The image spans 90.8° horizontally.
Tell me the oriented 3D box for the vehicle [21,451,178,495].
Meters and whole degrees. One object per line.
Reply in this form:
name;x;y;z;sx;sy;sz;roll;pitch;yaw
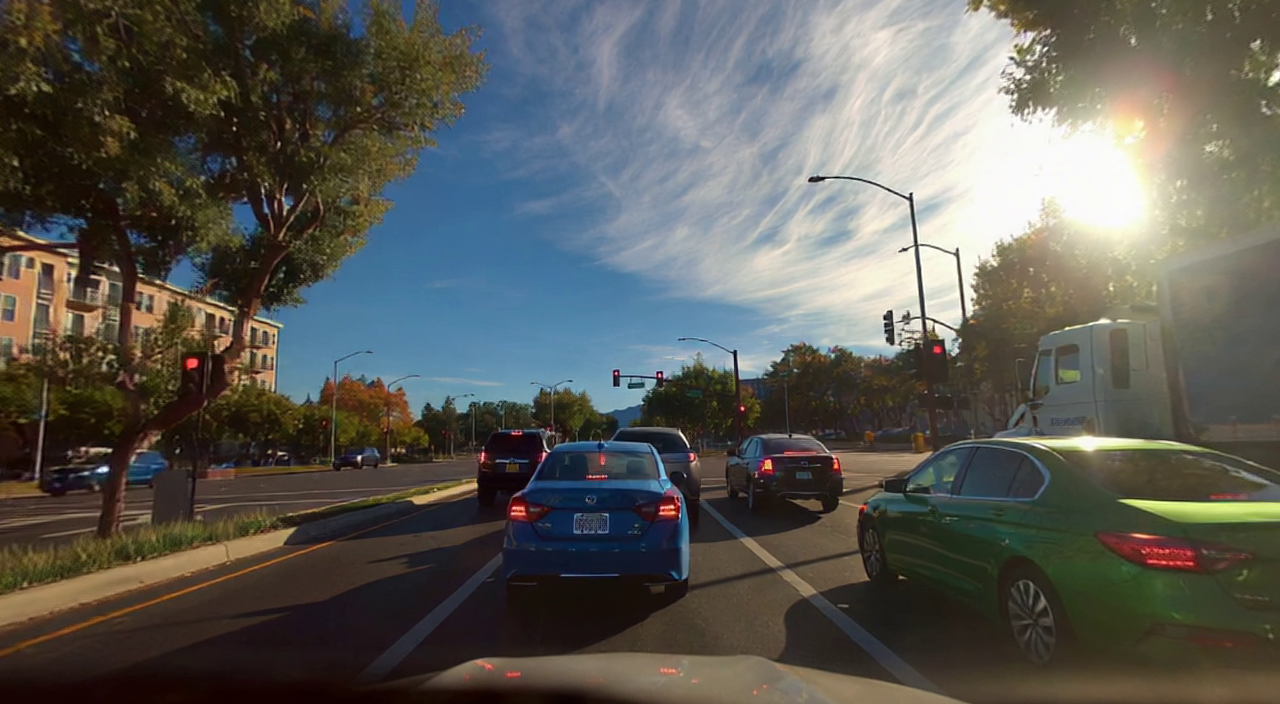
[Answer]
vehicle;-21.552;4.804;25.536;2.091;1.534;4.846;0;-8;0

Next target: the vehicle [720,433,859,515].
vehicle;3.153;2.682;14.431;2.026;1.549;4.559;0;-8;-1

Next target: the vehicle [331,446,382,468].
vehicle;-22.030;8.156;49.308;1.955;1.653;4.245;0;-8;1

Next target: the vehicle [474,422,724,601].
vehicle;-0.370;1.655;7.413;2.143;1.520;3.848;0;-8;-1

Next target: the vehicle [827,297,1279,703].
vehicle;3.580;1.096;5.070;2.572;1.945;5.065;0;-8;0
